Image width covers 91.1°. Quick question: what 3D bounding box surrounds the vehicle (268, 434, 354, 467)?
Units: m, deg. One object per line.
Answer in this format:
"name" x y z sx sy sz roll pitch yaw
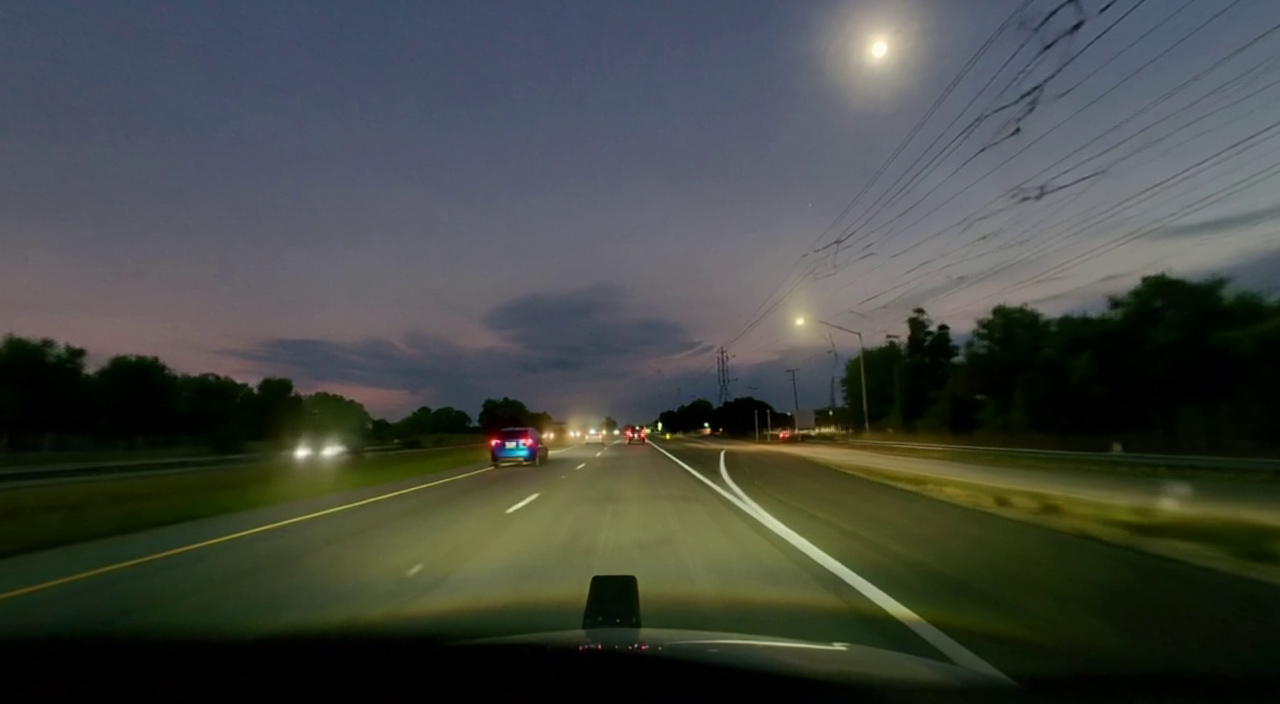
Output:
"vehicle" -16.449 4.919 31.708 1.892 1.530 4.482 0 -8 0

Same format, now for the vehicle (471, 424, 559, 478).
"vehicle" -3.958 3.203 20.733 2.023 1.580 4.259 0 -8 0
